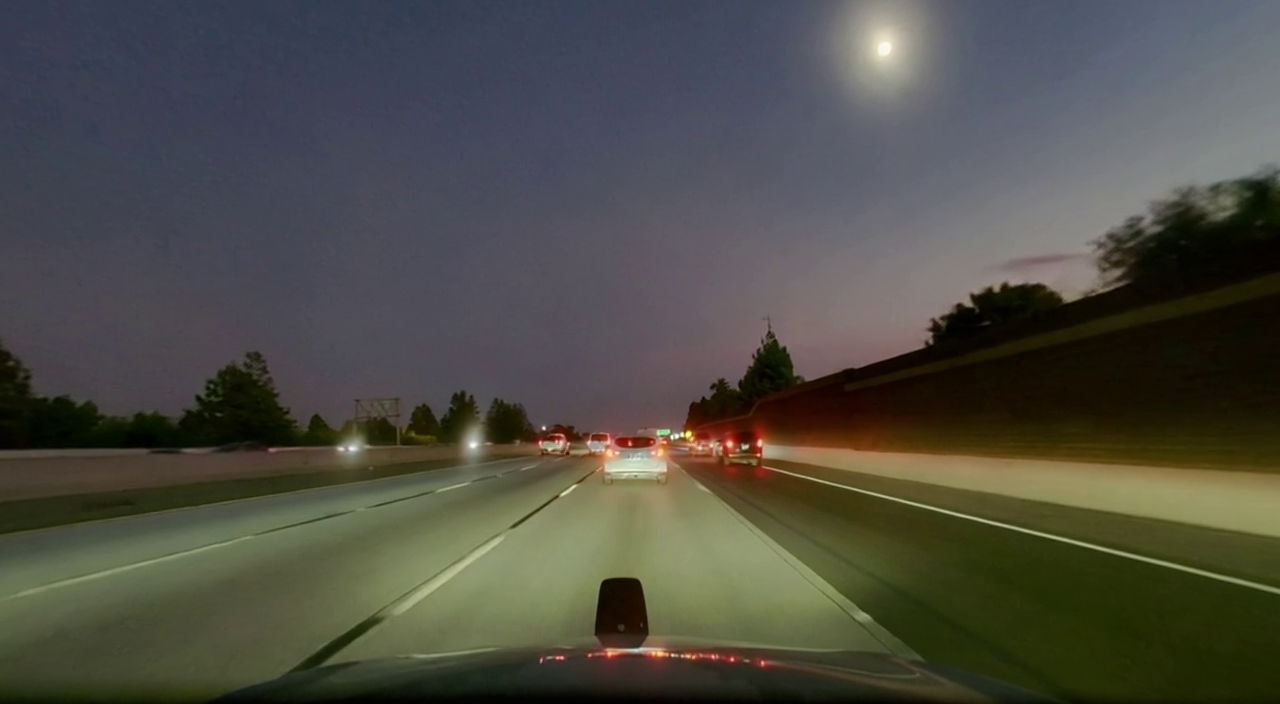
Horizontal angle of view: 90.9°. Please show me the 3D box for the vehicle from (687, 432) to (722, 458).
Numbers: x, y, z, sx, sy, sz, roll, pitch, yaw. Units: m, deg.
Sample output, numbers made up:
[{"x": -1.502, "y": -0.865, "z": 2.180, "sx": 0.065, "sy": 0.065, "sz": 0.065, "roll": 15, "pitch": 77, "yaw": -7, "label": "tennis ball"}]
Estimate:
[{"x": 4.350, "y": 6.332, "z": 43.045, "sx": 2.001, "sy": 1.651, "sz": 3.916, "roll": 0, "pitch": -9, "yaw": 0, "label": "vehicle"}]

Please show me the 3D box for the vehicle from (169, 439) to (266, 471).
[{"x": -21.647, "y": 5.294, "z": 32.563, "sx": 1.969, "sy": 1.521, "sz": 4.405, "roll": 0, "pitch": -9, "yaw": 0, "label": "vehicle"}]

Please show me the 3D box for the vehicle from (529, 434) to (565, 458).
[{"x": -6.990, "y": 7.117, "z": 47.854, "sx": 2.024, "sy": 1.706, "sz": 4.249, "roll": 0, "pitch": -9, "yaw": 1, "label": "vehicle"}]

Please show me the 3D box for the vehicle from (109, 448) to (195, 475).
[{"x": -28.693, "y": 6.415, "z": 37.226, "sx": 1.721, "sy": 1.416, "sz": 4.208, "roll": 0, "pitch": -8, "yaw": 0, "label": "vehicle"}]

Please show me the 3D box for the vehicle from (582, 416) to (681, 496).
[{"x": -0.198, "y": 2.683, "z": 16.543, "sx": 2.233, "sy": 1.804, "sz": 4.273, "roll": 0, "pitch": -9, "yaw": 0, "label": "vehicle"}]

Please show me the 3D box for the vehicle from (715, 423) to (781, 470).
[{"x": 4.569, "y": 4.089, "z": 27.259, "sx": 2.017, "sy": 1.847, "sz": 4.299, "roll": 0, "pitch": -9, "yaw": -1, "label": "vehicle"}]
